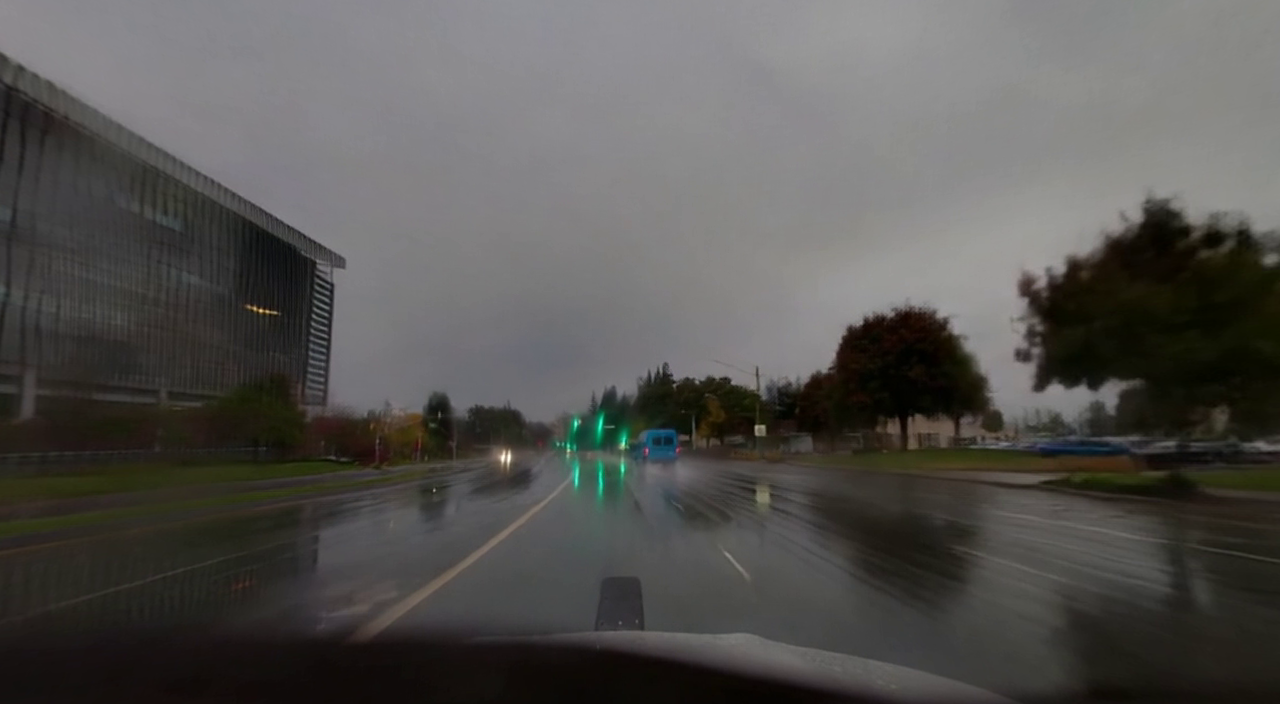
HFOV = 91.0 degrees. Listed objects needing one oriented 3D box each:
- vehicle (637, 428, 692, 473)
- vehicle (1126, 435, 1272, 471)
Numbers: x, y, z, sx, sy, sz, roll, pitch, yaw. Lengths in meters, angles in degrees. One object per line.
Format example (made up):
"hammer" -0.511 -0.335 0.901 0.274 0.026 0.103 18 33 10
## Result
"vehicle" 1.234 5.354 34.506 2.339 2.244 4.817 1 -8 -6
"vehicle" 23.867 4.335 27.015 4.271 1.470 1.940 -1 -8 3
